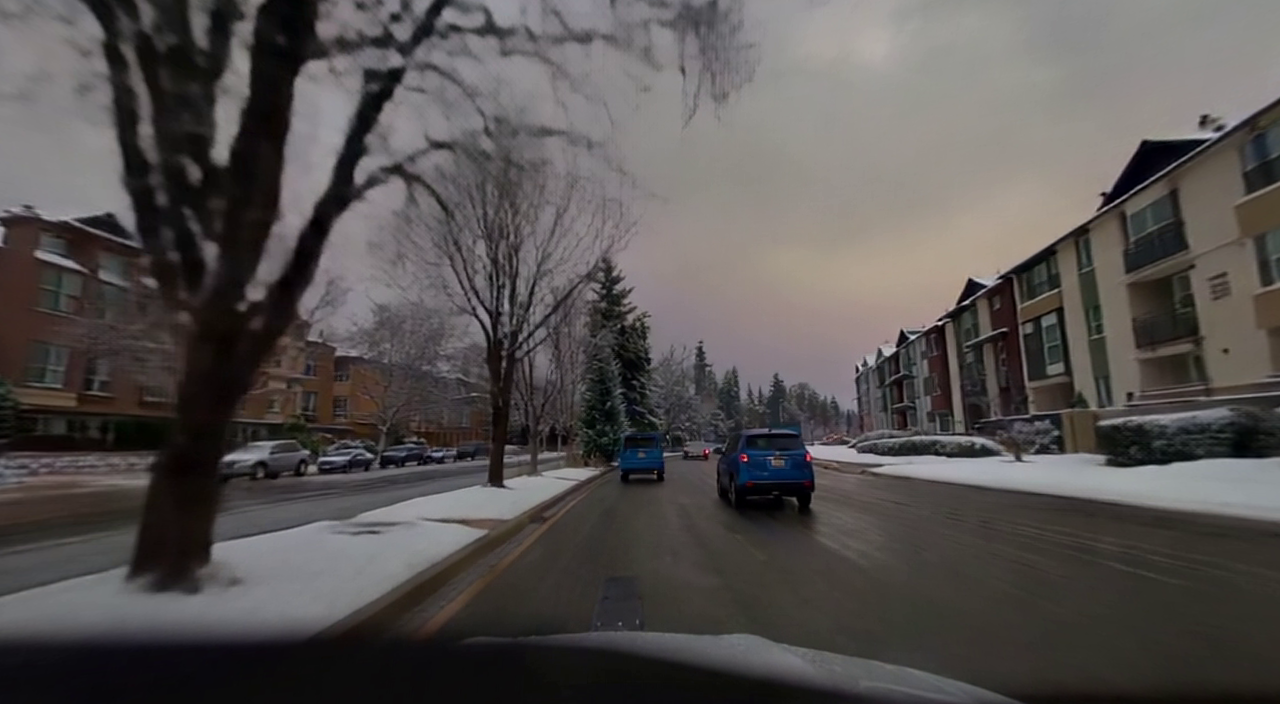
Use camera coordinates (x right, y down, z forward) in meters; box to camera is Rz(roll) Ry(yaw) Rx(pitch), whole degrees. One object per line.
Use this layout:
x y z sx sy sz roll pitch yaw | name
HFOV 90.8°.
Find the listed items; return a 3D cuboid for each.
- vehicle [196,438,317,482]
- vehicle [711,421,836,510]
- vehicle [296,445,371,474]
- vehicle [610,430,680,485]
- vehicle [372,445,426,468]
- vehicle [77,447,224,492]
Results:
-18.484 5.270 30.875 2.195 1.894 5.489 -2 -10 3 | vehicle
3.012 2.687 15.300 2.033 1.823 4.409 0 -9 0 | vehicle
-18.433 6.525 38.276 1.961 1.556 4.791 -2 -10 3 | vehicle
0.233 3.963 23.974 2.345 1.841 5.032 0 -9 1 | vehicle
-17.919 7.808 47.230 2.010 1.609 4.549 -1 -10 4 | vehicle
-18.722 4.532 24.550 1.954 1.570 4.828 0 -10 -2 | vehicle
